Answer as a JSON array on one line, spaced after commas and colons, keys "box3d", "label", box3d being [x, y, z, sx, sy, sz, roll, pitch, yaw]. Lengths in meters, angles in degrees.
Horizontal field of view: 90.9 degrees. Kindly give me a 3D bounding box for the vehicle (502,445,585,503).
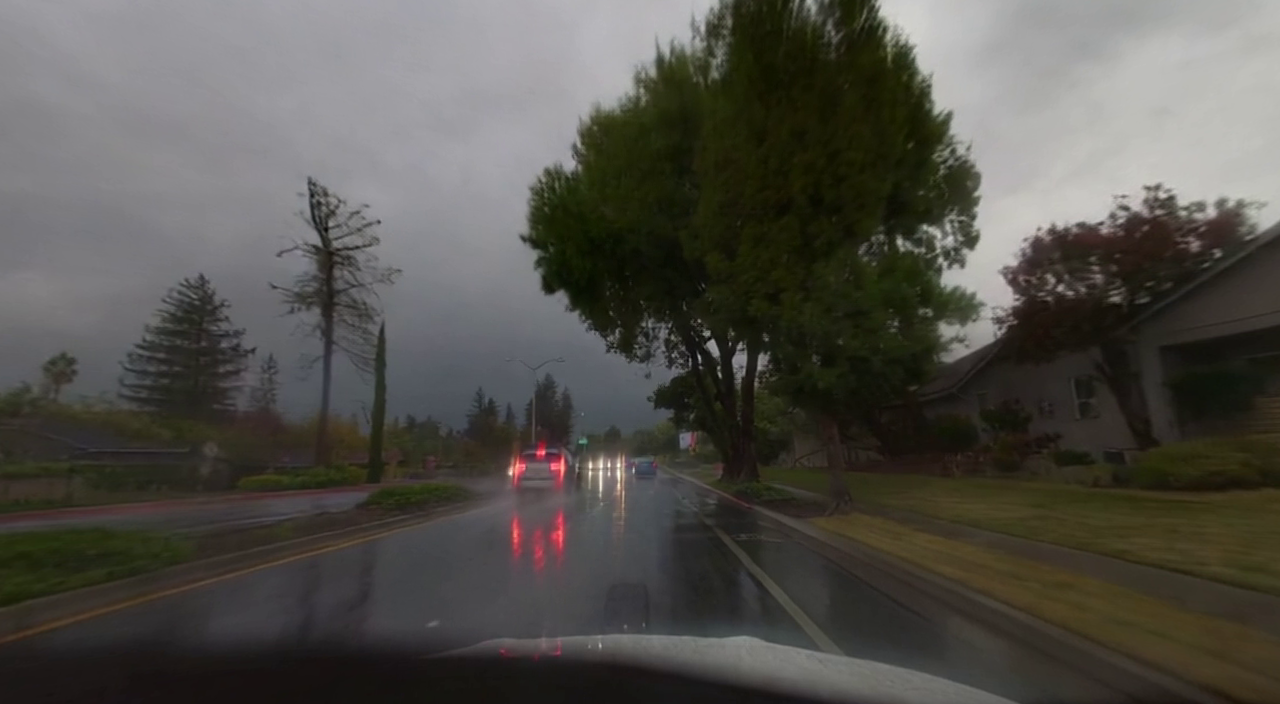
[{"box3d": [-3.150, 4.078, 21.576, 2.073, 1.770, 4.302, 0, -8, 1], "label": "vehicle"}]
